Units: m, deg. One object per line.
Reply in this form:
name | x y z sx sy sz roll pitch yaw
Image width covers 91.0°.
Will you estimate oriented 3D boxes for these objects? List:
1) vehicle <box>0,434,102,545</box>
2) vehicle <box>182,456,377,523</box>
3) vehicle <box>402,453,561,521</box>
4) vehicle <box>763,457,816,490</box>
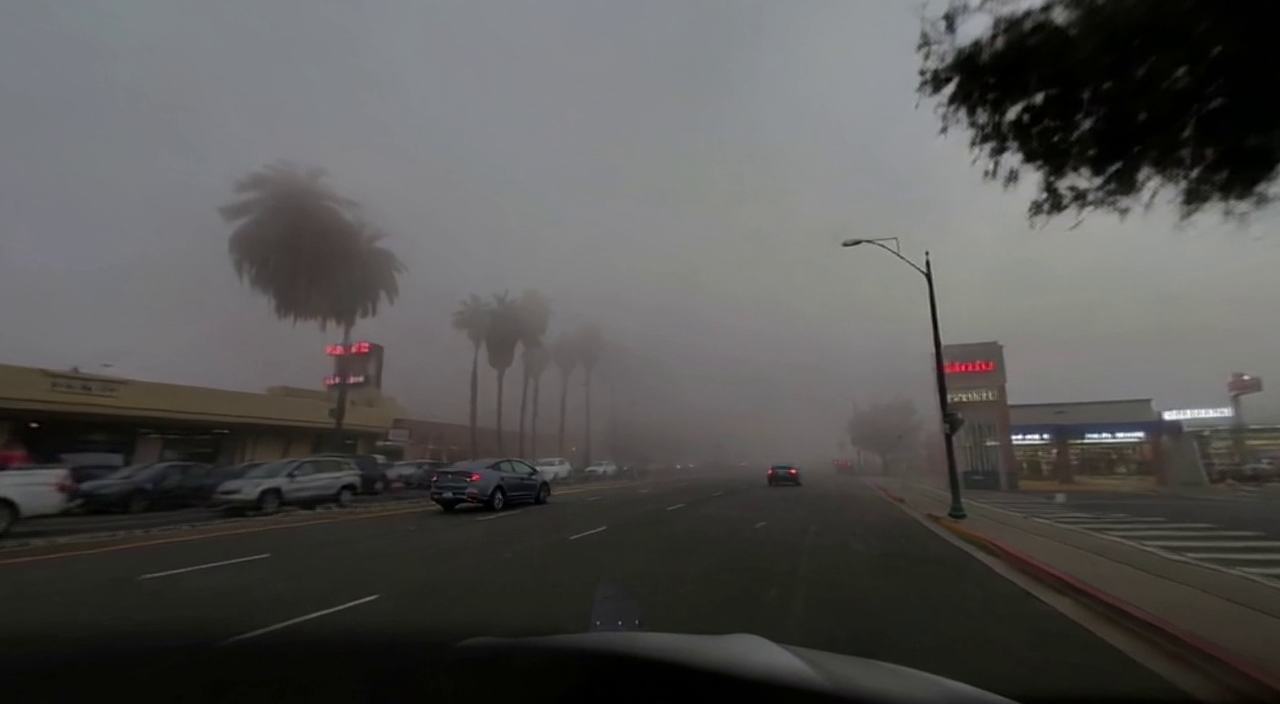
vehicle | -11.878 2.161 9.778 1.989 1.792 4.884 -5 -13 16
vehicle | -9.442 3.588 16.988 1.837 1.468 4.389 -2 -9 18
vehicle | -4.041 3.504 17.002 2.090 1.520 4.452 -2 -9 17
vehicle | 7.879 6.263 32.750 2.139 1.461 4.918 -3 -9 19
